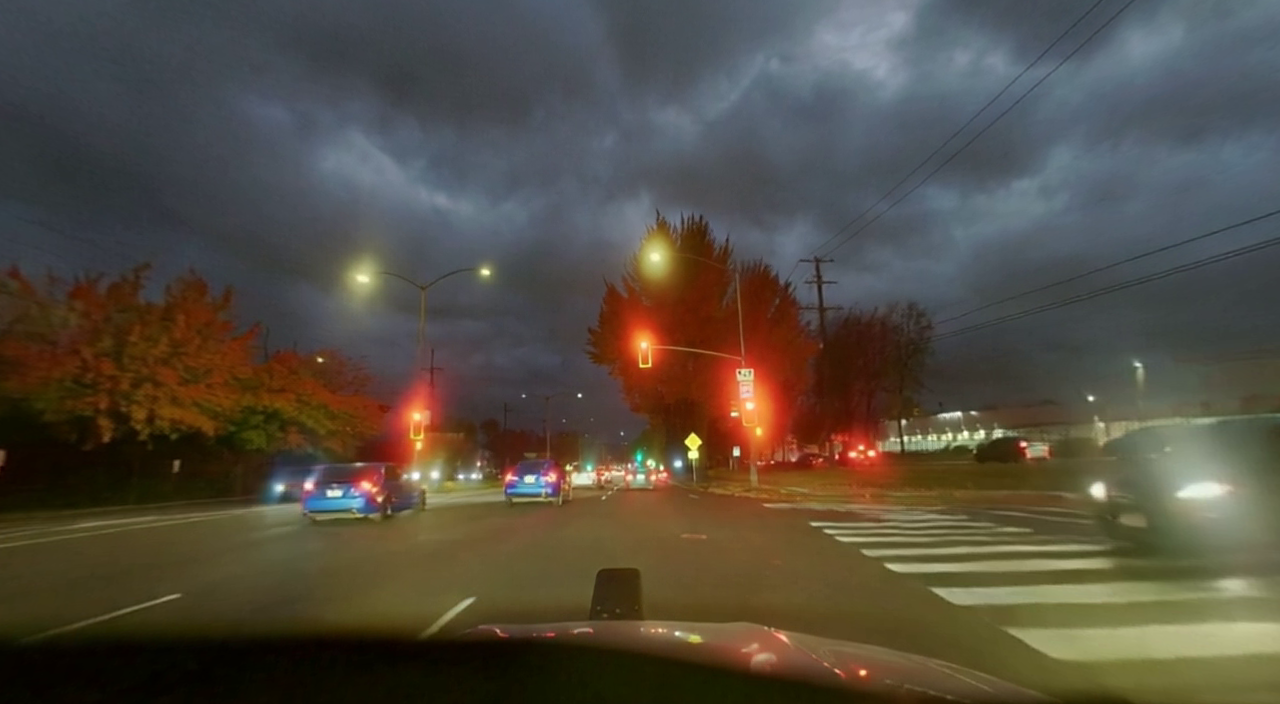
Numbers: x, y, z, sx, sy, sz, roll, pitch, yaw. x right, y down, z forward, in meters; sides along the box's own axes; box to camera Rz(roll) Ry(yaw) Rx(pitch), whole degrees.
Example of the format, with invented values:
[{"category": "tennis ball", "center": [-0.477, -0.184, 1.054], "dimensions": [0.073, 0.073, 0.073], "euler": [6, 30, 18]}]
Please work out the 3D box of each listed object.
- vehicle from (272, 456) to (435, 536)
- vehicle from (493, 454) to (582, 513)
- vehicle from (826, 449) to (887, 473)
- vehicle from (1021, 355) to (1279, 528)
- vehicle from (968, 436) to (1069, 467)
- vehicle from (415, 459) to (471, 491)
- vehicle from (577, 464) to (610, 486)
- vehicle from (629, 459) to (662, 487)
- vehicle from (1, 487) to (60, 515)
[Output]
[{"category": "vehicle", "center": [-6.758, 3.388, 15.454], "dimensions": [1.932, 1.596, 4.247], "euler": [1, -9, 1]}, {"category": "vehicle", "center": [-3.205, 4.209, 20.698], "dimensions": [2.085, 1.663, 4.513], "euler": [1, -9, 1]}, {"category": "vehicle", "center": [14.899, 7.569, 43.593], "dimensions": [1.826, 1.474, 4.254], "euler": [1, -10, -14]}, {"category": "vehicle", "center": [9.960, 1.428, 9.846], "dimensions": [6.464, 2.280, 2.483], "euler": [1, -9, -4]}, {"category": "vehicle", "center": [20.108, 5.307, 33.617], "dimensions": [1.835, 1.501, 4.158], "euler": [7, -11, -33]}, {"category": "vehicle", "center": [-15.270, 9.561, 49.305], "dimensions": [2.409, 2.154, 6.127], "euler": [1, -9, 0]}, {"category": "vehicle", "center": [-3.533, 9.533, 48.839], "dimensions": [2.068, 1.482, 4.490], "euler": [0, -9, 2]}, {"category": "vehicle", "center": [0.354, 8.211, 42.920], "dimensions": [2.144, 1.704, 4.028], "euler": [1, -9, -1]}, {"category": "vehicle", "center": [-46.285, 11.323, 47.913], "dimensions": [1.981, 1.736, 4.293], "euler": [6, -10, -27]}]
